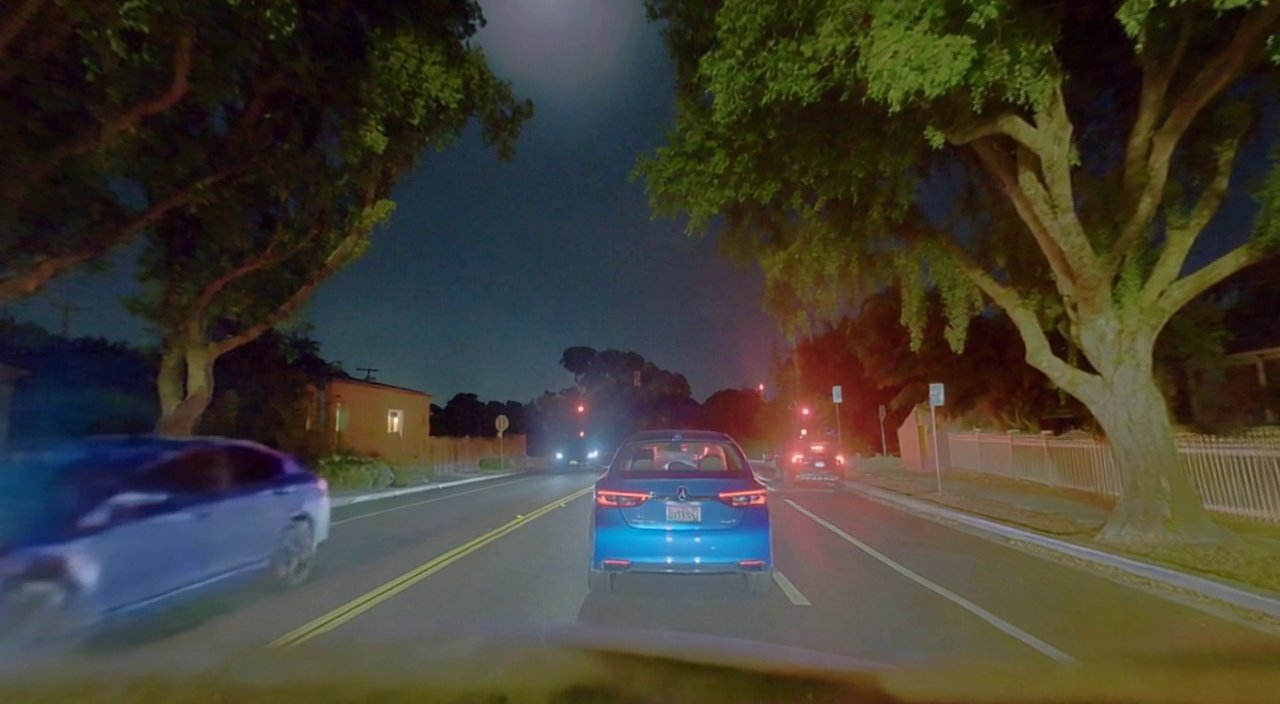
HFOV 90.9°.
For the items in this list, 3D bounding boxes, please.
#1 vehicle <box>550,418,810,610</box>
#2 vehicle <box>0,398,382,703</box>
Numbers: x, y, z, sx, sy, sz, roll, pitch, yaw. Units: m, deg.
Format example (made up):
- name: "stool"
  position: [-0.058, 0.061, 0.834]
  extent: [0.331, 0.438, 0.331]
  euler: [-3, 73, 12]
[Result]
- name: "vehicle"
  position: [0.354, 1.589, 7.090]
  extent: [2.070, 1.516, 3.936]
  euler: [0, -8, 1]
- name: "vehicle"
  position: [-4.197, 1.422, 5.215]
  extent: [2.160, 1.507, 4.470]
  euler: [-6, -9, 1]
